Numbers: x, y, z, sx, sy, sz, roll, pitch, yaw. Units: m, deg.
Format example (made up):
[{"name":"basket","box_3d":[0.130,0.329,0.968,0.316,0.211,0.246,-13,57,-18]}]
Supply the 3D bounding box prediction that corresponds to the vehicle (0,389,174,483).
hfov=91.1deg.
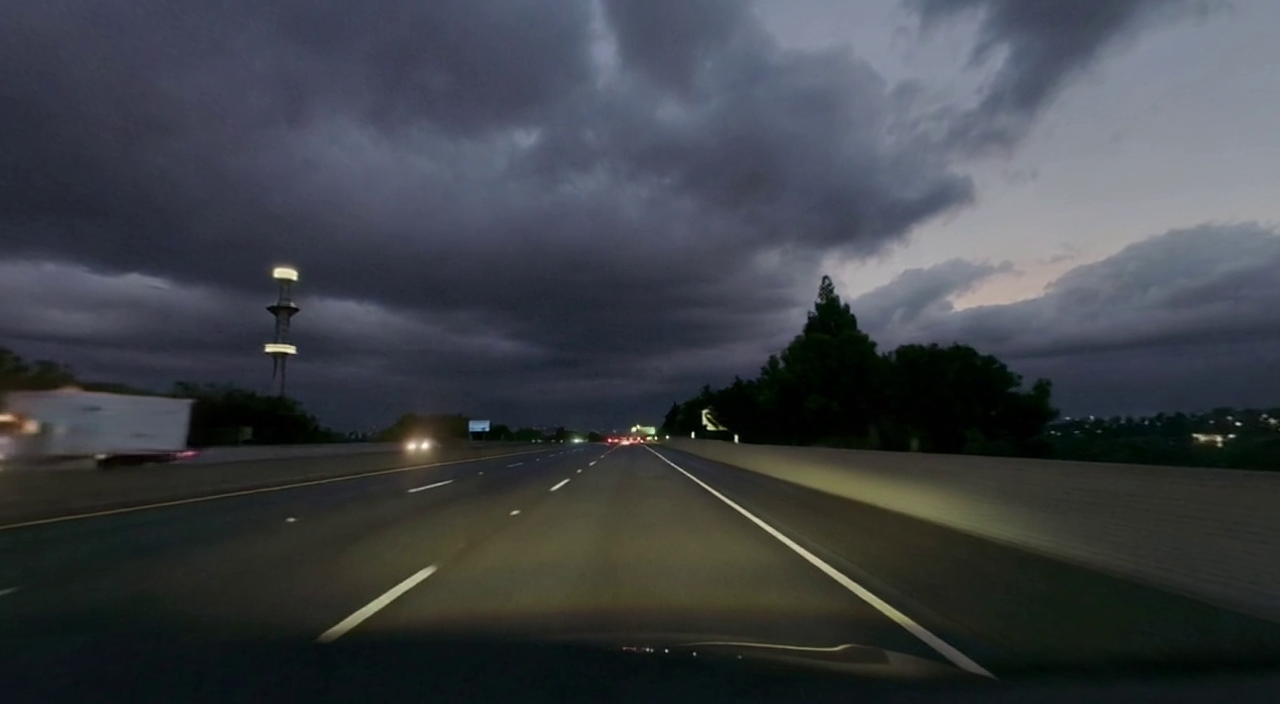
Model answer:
[{"name":"vehicle","box_3d":[-24.812,3.651,27.430,2.904,3.487,7.840,0,-8,-1]}]
